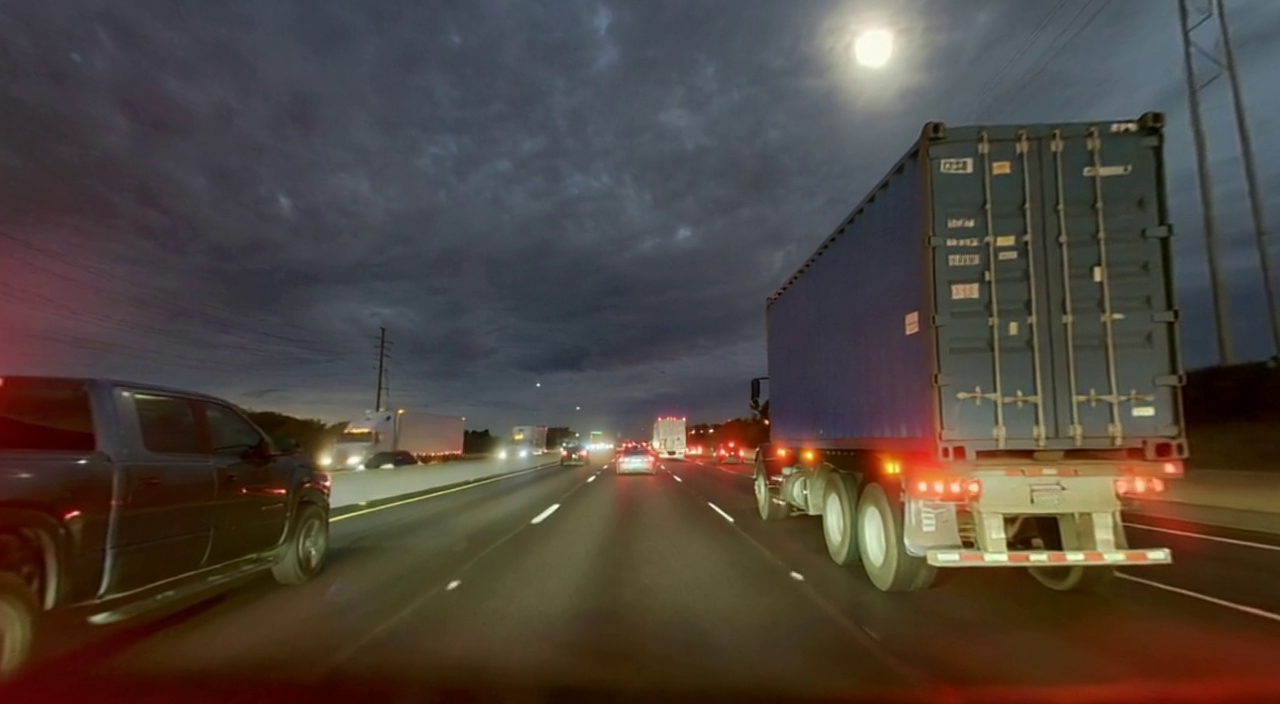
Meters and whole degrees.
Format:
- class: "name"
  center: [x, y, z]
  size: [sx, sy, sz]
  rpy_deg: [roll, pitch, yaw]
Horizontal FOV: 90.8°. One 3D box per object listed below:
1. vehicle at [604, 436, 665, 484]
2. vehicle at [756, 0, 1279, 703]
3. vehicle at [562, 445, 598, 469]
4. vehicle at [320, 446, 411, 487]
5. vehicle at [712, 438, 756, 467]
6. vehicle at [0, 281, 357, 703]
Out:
- class: "vehicle"
  center: [-0.208, 4.207, 24.769]
  size: [2.191, 1.685, 4.015]
  rpy_deg: [0, -9, -1]
- class: "vehicle"
  center: [3.428, 0.295, 5.957]
  size: [3.013, 3.940, 7.933]
  rpy_deg: [0, -9, -1]
- class: "vehicle"
  center: [-3.995, 7.035, 42.631]
  size: [2.025, 1.498, 4.675]
  rpy_deg: [0, -9, 0]
- class: "vehicle"
  center: [-10.571, 4.438, 24.689]
  size: [1.850, 1.453, 3.853]
  rpy_deg: [0, -9, -1]
- class: "vehicle"
  center: [6.882, 7.445, 46.906]
  size: [2.302, 1.973, 5.502]
  rpy_deg: [0, -9, -2]
- class: "vehicle"
  center: [-4.031, 0.773, 3.206]
  size: [2.323, 2.046, 6.006]
  rpy_deg: [0, -9, 1]
